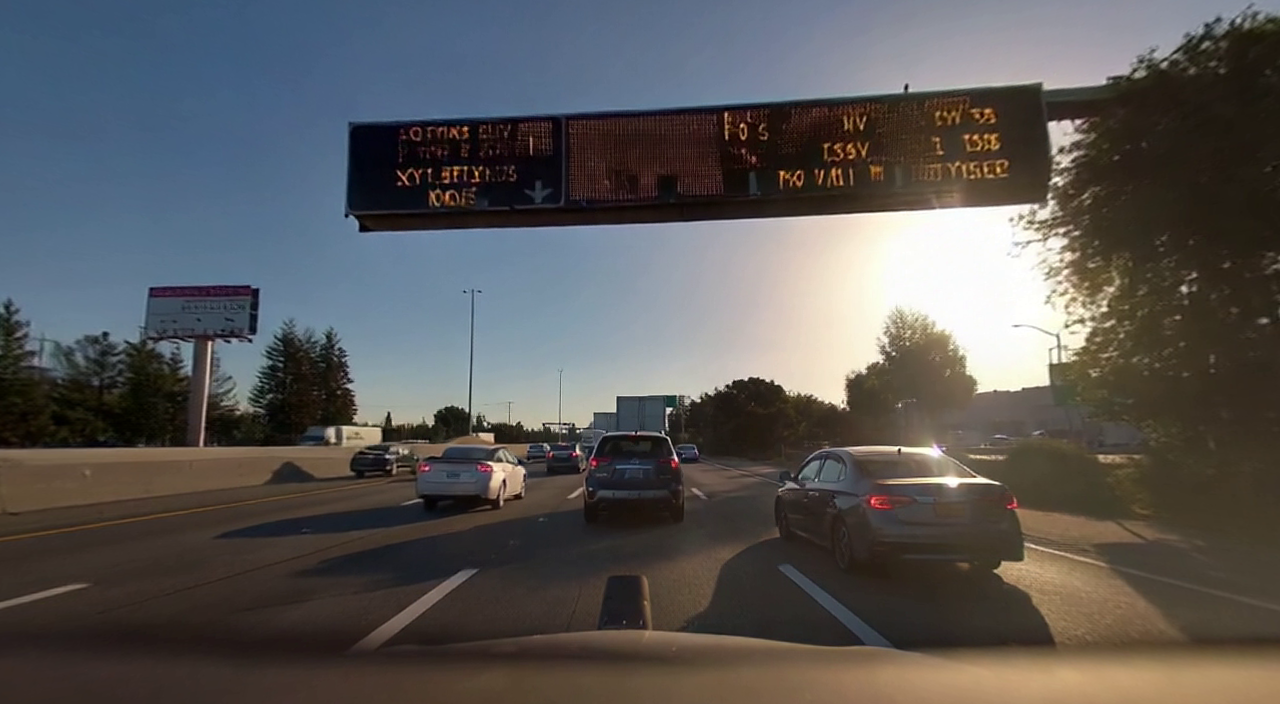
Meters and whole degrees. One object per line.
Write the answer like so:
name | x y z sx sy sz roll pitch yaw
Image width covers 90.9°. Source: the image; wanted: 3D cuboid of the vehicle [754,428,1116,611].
vehicle | 2.838 1.715 7.474 2.018 1.470 4.491 0 -9 -1

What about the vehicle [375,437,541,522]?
vehicle | -3.534 2.574 13.296 2.132 1.464 4.481 0 -9 1

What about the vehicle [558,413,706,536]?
vehicle | -0.127 2.093 11.268 2.152 1.779 3.924 0 -9 0

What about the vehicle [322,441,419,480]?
vehicle | -11.116 4.499 26.474 1.930 1.485 4.765 0 -9 1

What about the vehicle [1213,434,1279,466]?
vehicle | 31.796 4.868 31.412 1.805 1.536 4.325 3 -9 -18
